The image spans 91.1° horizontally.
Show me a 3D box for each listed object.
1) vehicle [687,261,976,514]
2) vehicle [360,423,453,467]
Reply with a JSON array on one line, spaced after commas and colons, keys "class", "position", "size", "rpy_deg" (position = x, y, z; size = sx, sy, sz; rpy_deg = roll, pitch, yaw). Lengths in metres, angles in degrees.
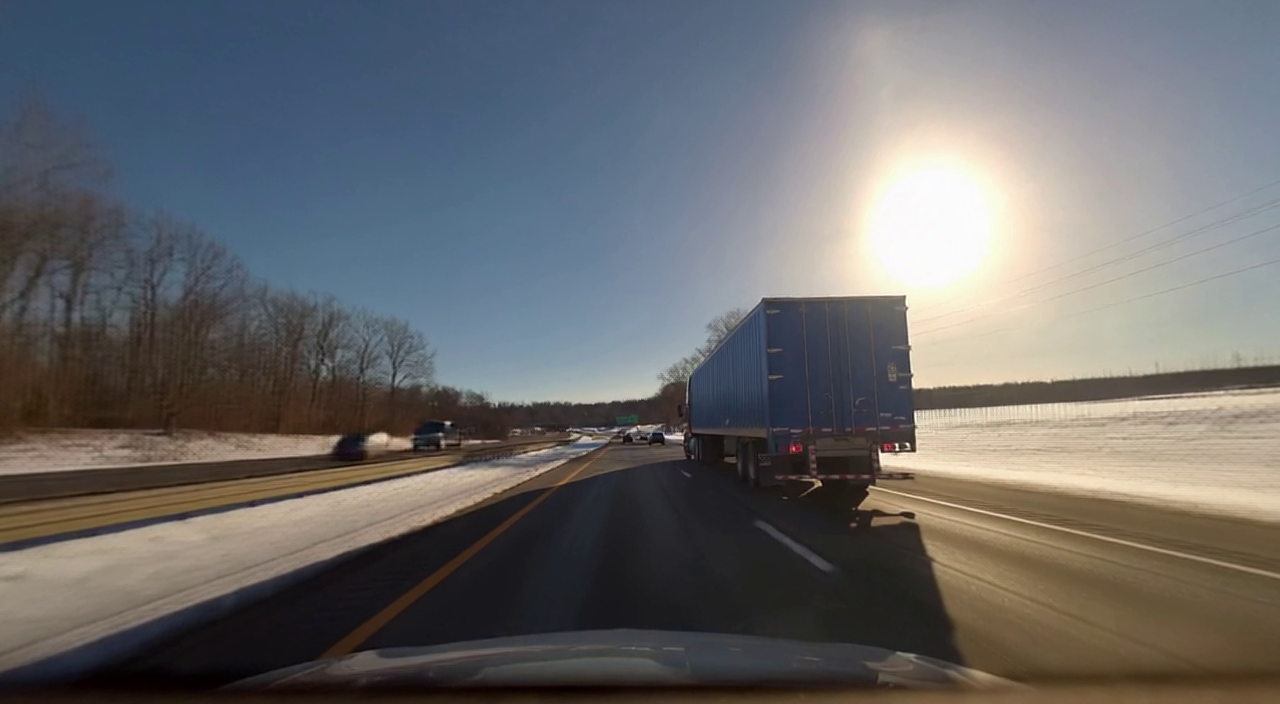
[{"class": "vehicle", "position": [3.821, 1.691, 19.107], "size": [3.203, 4.273, 17.131], "rpy_deg": [0, -8, -1]}, {"class": "vehicle", "position": [-9.030, 3.641, 24.760], "size": [2.000, 1.550, 4.473], "rpy_deg": [0, -8, -1]}]
